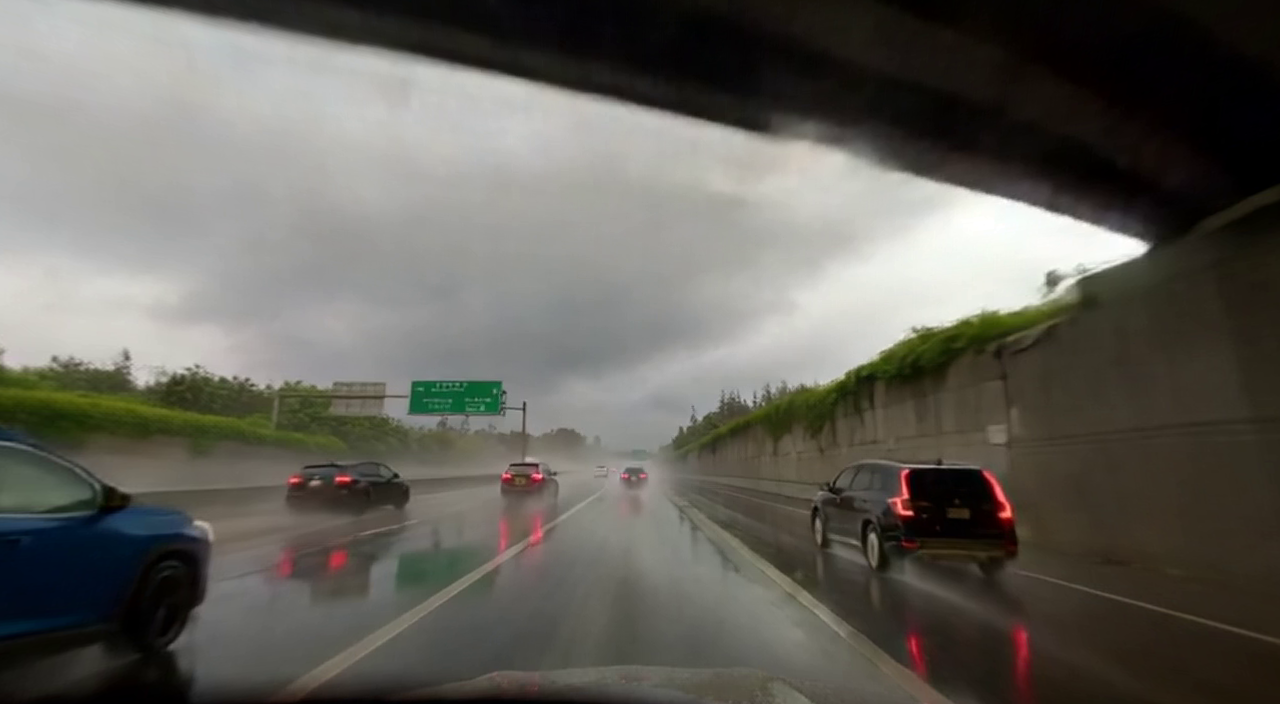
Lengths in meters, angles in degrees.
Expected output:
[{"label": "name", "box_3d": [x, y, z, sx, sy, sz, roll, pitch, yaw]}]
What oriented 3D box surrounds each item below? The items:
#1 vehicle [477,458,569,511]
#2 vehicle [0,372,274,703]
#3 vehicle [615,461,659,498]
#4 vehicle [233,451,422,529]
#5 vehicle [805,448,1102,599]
[{"label": "vehicle", "box_3d": [-3.753, 4.388, 21.180, 2.102, 1.521, 4.687, 1, -11, 1]}, {"label": "vehicle", "box_3d": [-3.955, 0.908, 2.700, 2.069, 1.699, 4.452, 1, -11, -1]}, {"label": "vehicle", "box_3d": [-0.145, 6.106, 30.251, 1.992, 1.601, 3.762, 1, -11, 0]}, {"label": "vehicle", "box_3d": [-7.238, 3.263, 15.326, 2.142, 1.545, 4.708, 1, -11, 0]}, {"label": "vehicle", "box_3d": [3.869, 2.203, 8.773, 1.992, 1.557, 4.017, 1, -11, -1]}]
